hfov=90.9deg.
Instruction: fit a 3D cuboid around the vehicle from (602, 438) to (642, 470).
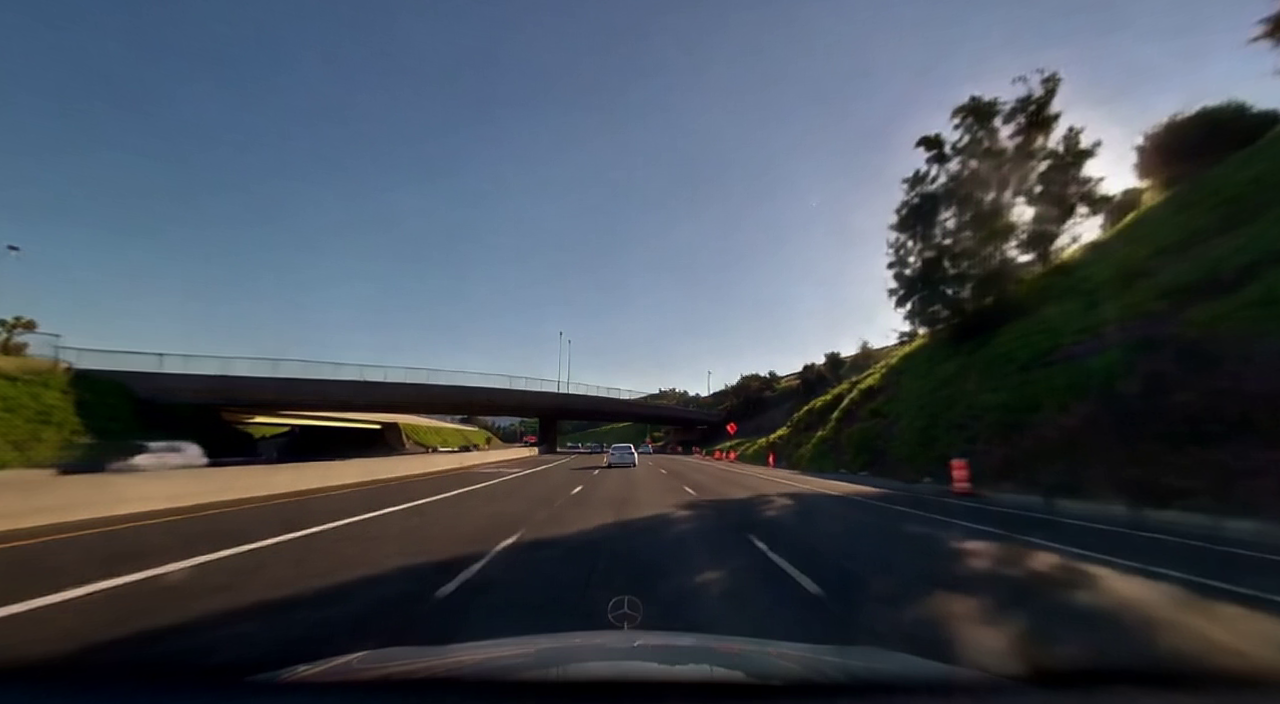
[{"bbox_3d":[-1.137,6.132,38.268,2.328,1.805,4.502,0,-8,-3],"label":"vehicle"}]
